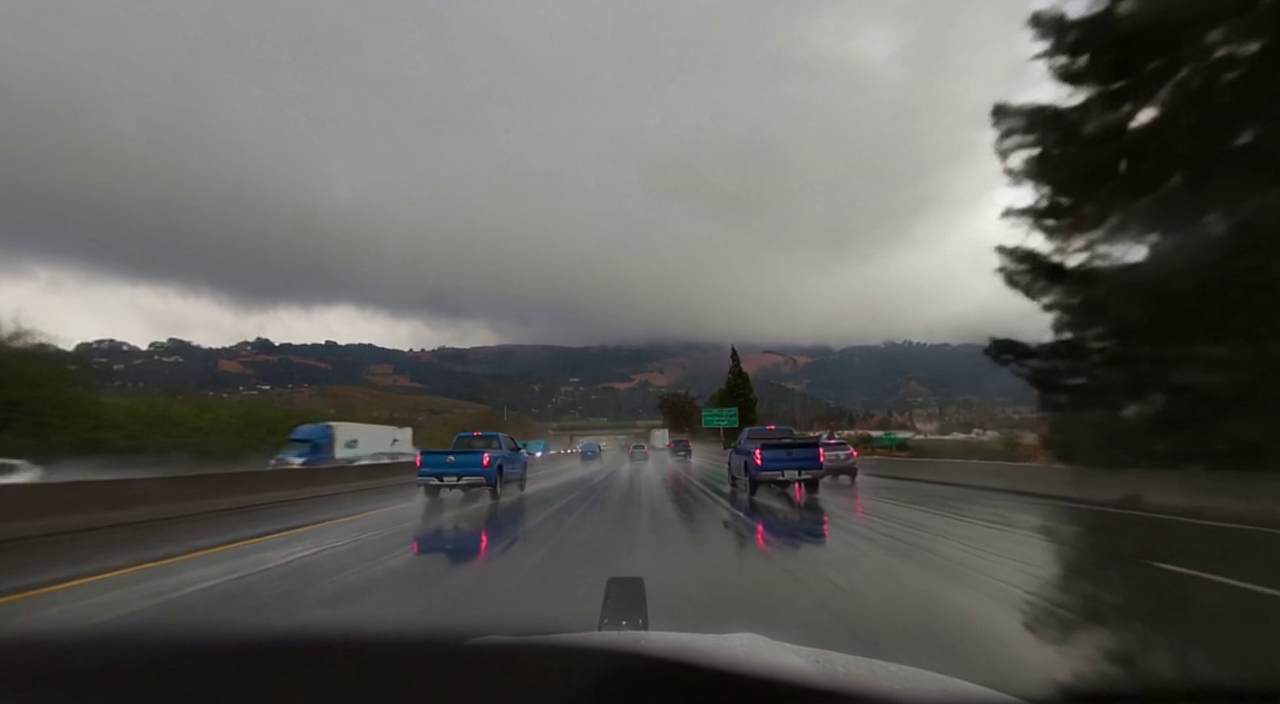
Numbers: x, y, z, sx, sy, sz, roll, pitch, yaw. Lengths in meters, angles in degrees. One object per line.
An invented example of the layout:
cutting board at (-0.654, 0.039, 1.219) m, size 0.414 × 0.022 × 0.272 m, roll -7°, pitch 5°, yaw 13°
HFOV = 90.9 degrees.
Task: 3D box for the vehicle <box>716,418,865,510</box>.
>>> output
vehicle at (3.587, 2.838, 16.457) m, size 2.424 × 1.952 × 5.611 m, roll 0°, pitch -8°, yaw -1°

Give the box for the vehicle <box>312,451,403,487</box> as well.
vehicle at (-13.301, 5.523, 30.070) m, size 1.947 × 1.508 × 4.807 m, roll -1°, pitch -9°, yaw 2°

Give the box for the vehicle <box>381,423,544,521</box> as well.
vehicle at (-3.815, 2.706, 14.772) m, size 2.227 × 1.853 × 5.161 m, roll -1°, pitch -8°, yaw 1°

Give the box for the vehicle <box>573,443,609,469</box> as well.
vehicle at (-3.495, 7.606, 46.230) m, size 2.235 × 1.785 × 4.386 m, roll -1°, pitch -8°, yaw 1°

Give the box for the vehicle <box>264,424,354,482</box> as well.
vehicle at (-24.530, 7.510, 47.220) m, size 3.006 × 3.933 × 6.317 m, roll 1°, pitch -8°, yaw 1°
